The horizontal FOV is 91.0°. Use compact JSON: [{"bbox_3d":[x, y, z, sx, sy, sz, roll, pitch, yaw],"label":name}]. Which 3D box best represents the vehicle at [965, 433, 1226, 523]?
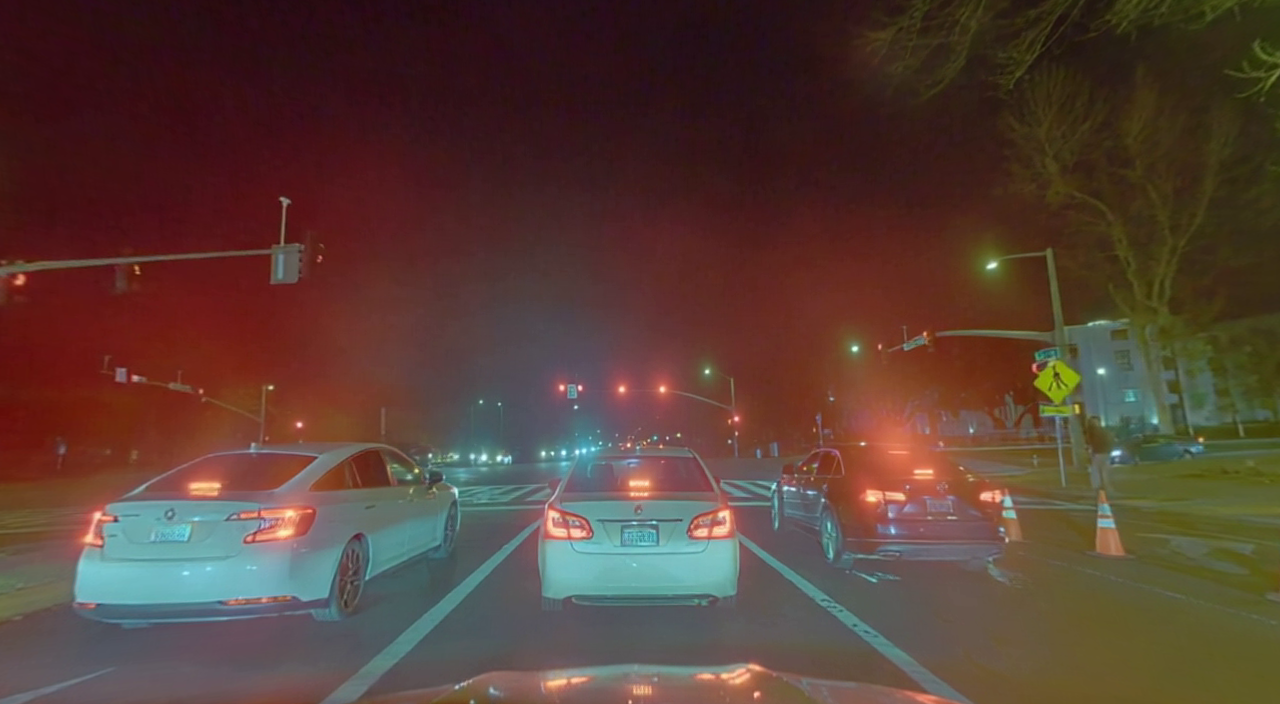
[{"bbox_3d":[9.359,2.586,13.595,1.957,1.576,4.670,0,-9,-3],"label":"vehicle"}]

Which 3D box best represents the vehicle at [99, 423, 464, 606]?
[{"bbox_3d":[-3.607,1.680,7.387,1.863,1.526,4.006,0,-8,1],"label":"vehicle"}]

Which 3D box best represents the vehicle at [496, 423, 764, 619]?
[{"bbox_3d":[-0.123,1.631,7.102,2.061,1.486,4.332,0,-8,-1],"label":"vehicle"}]

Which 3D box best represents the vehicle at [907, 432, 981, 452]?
[{"bbox_3d":[24.039,7.132,49.852,4.827,1.484,1.883,0,-9,1],"label":"vehicle"}]
